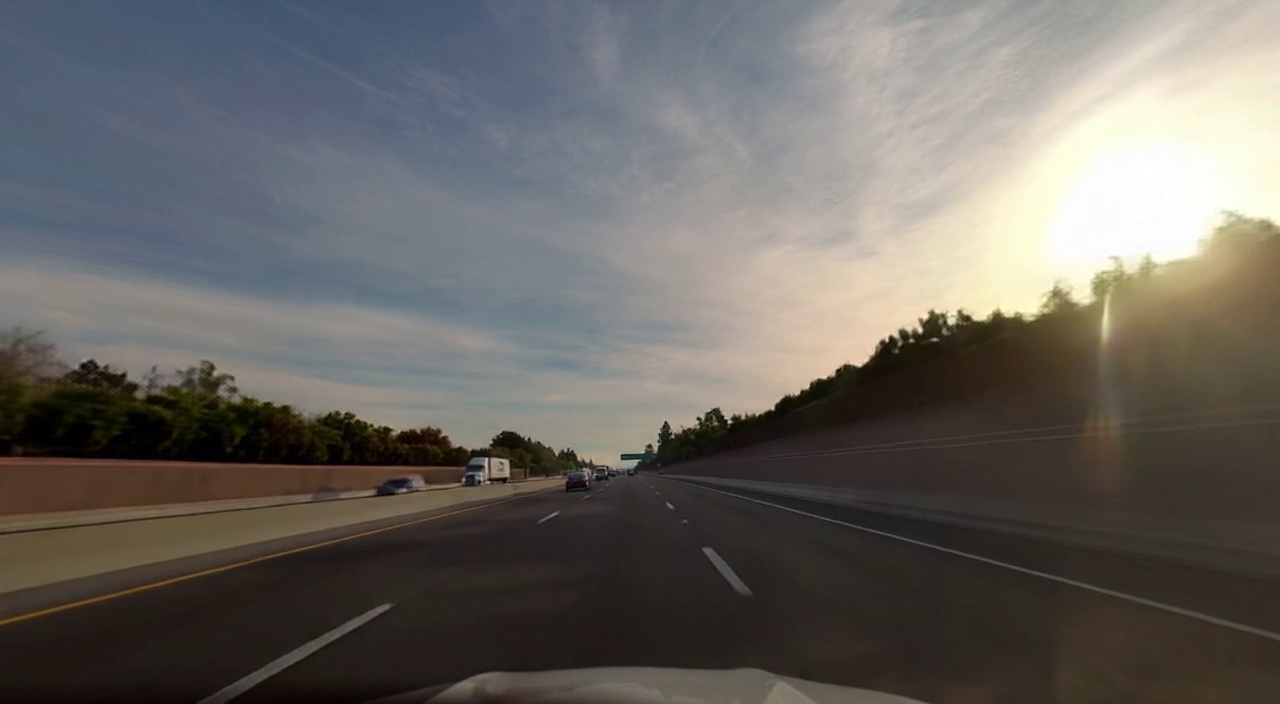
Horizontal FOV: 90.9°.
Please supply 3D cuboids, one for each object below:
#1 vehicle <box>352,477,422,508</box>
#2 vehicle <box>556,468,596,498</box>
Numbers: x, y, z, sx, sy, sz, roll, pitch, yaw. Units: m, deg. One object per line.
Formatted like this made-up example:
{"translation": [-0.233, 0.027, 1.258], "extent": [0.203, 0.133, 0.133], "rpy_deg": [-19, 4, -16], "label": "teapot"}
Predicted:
{"translation": [-13.625, 7.589, 34.246], "extent": [2.084, 1.426, 4.215], "rpy_deg": [1, -10, -1], "label": "vehicle"}
{"translation": [-3.517, 7.277, 35.195], "extent": [1.863, 1.486, 3.852], "rpy_deg": [1, -10, -1], "label": "vehicle"}
